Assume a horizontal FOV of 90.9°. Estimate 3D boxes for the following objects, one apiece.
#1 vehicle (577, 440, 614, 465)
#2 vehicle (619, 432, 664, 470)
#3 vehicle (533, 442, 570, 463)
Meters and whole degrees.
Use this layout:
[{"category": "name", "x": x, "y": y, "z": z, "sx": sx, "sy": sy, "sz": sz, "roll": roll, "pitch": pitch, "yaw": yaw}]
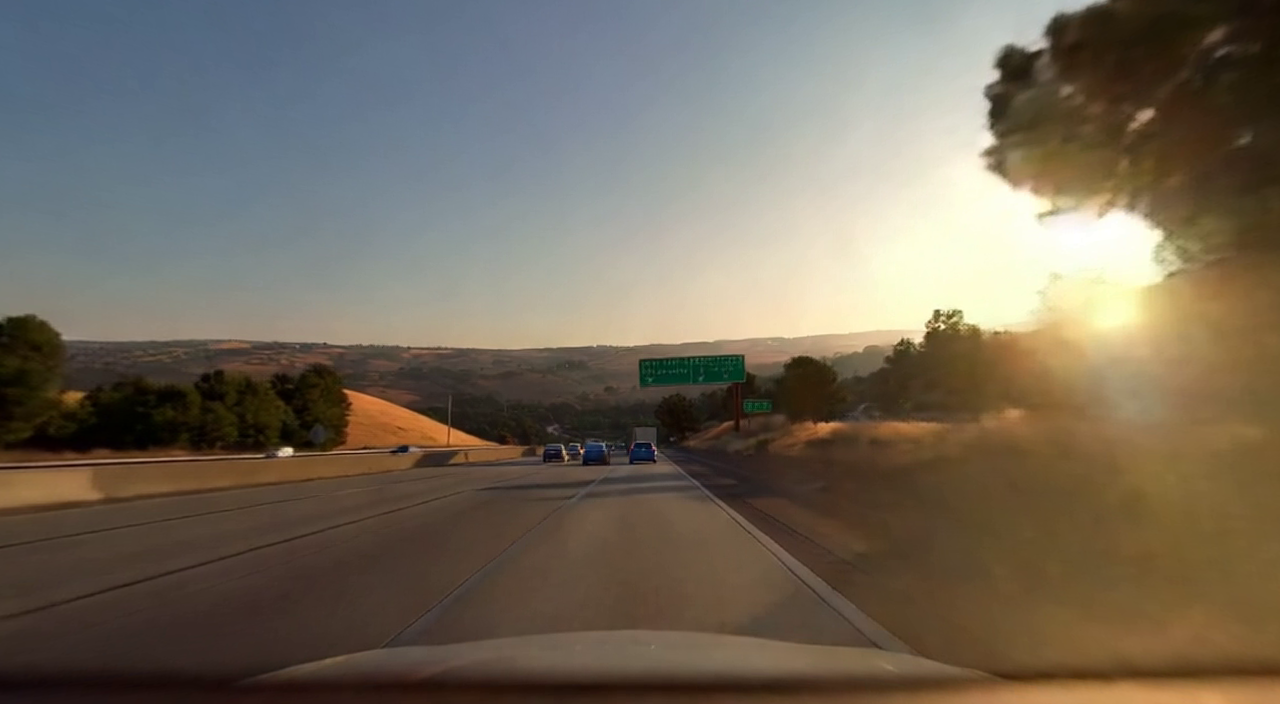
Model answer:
[{"category": "vehicle", "x": -3.024, "y": 7.020, "z": 44.161, "sx": 2.139, "sy": 1.589, "sz": 5.102, "roll": -1, "pitch": -8, "yaw": 1}, {"category": "vehicle", "x": 0.092, "y": 5.486, "z": 35.166, "sx": 2.309, "sy": 1.915, "sz": 5.130, "roll": -1, "pitch": -8, "yaw": 0}, {"category": "vehicle", "x": -6.626, "y": 7.558, "z": 47.633, "sx": 2.009, "sy": 1.519, "sz": 4.697, "roll": -1, "pitch": -8, "yaw": 1}]
